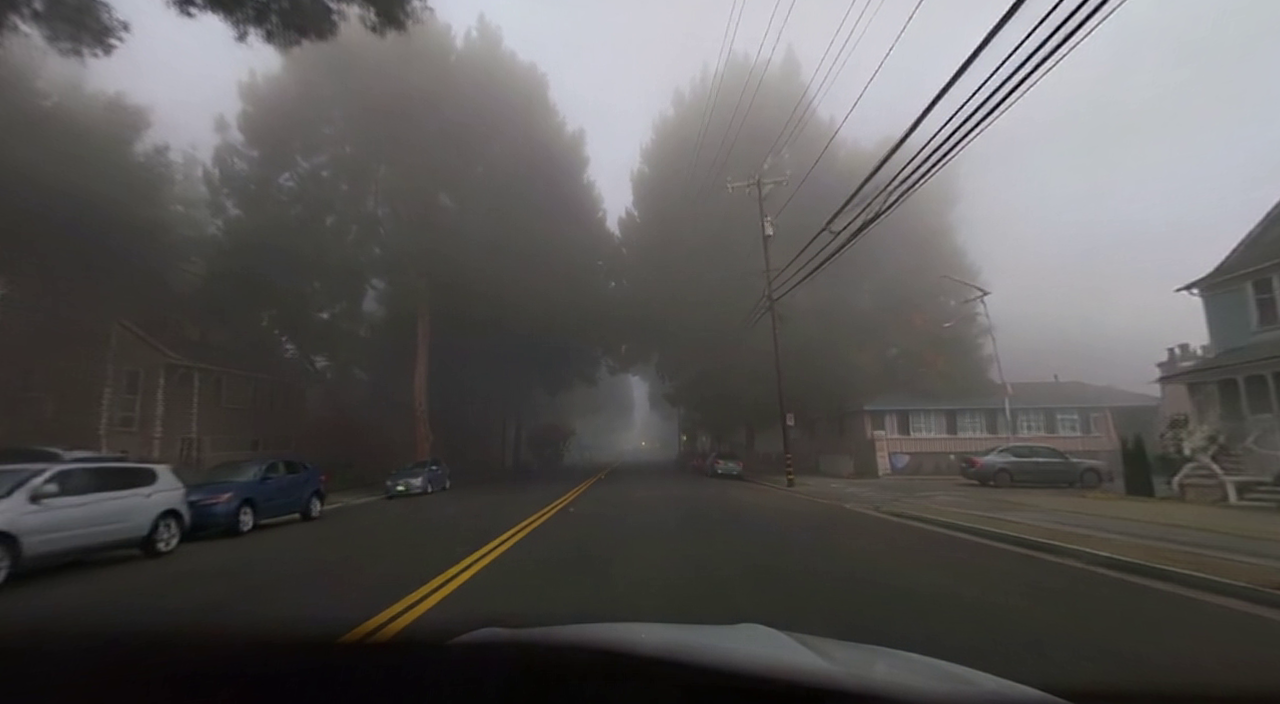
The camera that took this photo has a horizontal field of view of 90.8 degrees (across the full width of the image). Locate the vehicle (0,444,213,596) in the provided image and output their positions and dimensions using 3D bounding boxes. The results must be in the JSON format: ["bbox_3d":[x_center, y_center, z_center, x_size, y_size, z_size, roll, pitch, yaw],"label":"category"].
[{"bbox_3d":[-8.574,2.206,8.914,1.975,1.775,4.509,0,-8,-1],"label":"vehicle"}]

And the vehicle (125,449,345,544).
[{"bbox_3d":[-8.584,3.026,13.998,1.913,1.723,4.318,0,-8,1],"label":"vehicle"}]

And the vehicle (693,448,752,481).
[{"bbox_3d":[4.158,5.737,32.566,2.052,1.476,4.438,-2,-9,-4],"label":"vehicle"}]

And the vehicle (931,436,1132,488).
[{"bbox_3d":[11.748,3.323,19.248,4.716,1.480,2.023,0,-8,1],"label":"vehicle"}]

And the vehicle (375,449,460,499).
[{"bbox_3d":[-8.815,4.847,25.466,1.970,1.785,4.274,0,-8,-2],"label":"vehicle"}]
